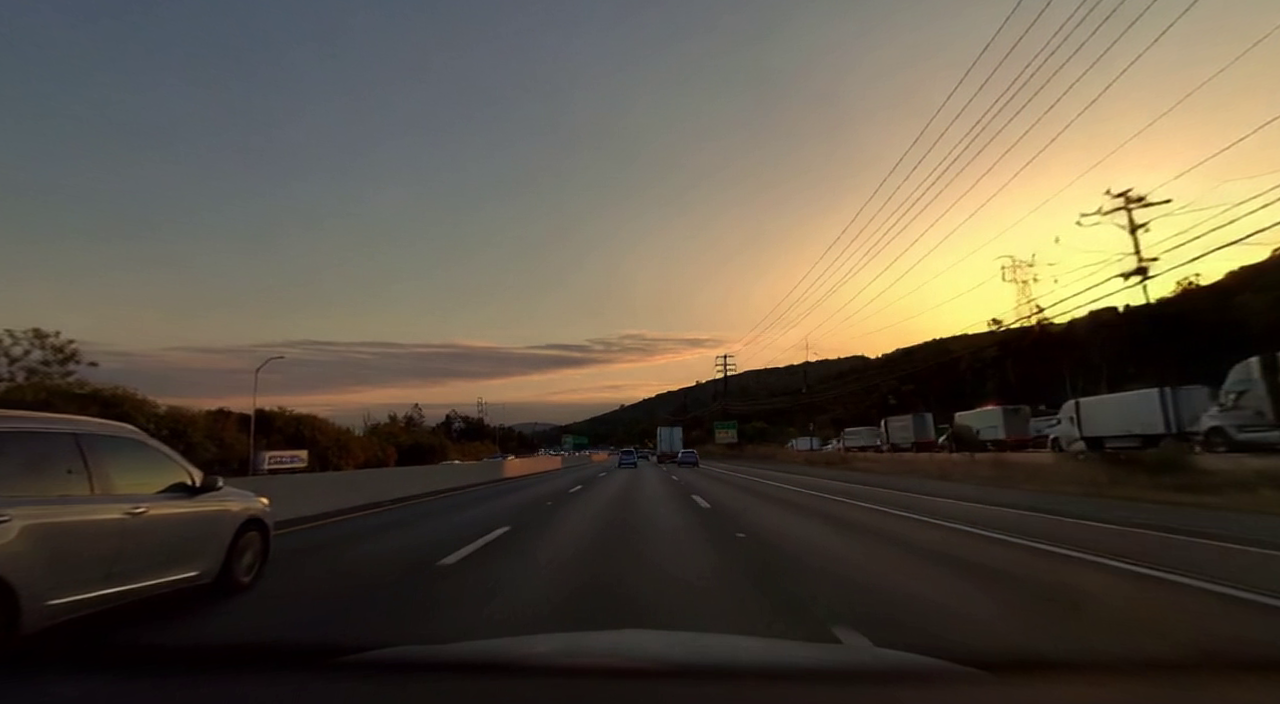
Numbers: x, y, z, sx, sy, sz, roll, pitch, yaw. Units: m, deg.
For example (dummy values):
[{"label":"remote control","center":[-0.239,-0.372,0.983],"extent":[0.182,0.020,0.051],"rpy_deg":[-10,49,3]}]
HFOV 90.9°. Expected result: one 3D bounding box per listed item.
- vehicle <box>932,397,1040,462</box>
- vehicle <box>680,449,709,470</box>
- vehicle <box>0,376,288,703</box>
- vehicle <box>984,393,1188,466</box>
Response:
[{"label":"vehicle","center":[23.424,5.407,43.252],"extent":[2.871,3.908,7.556],"rpy_deg":[-3,-9,1]},{"label":"vehicle","center":[4.011,7.981,46.895],"extent":[1.779,1.512,3.517],"rpy_deg":[0,-9,0]},{"label":"vehicle","center":[-4.234,1.018,3.355],"extent":[2.018,1.710,4.649],"rpy_deg":[0,-9,0]},{"label":"vehicle","center":[32.226,6.000,47.417],"extent":[3.127,4.337,16.355],"rpy_deg":[-3,-8,-1]}]
